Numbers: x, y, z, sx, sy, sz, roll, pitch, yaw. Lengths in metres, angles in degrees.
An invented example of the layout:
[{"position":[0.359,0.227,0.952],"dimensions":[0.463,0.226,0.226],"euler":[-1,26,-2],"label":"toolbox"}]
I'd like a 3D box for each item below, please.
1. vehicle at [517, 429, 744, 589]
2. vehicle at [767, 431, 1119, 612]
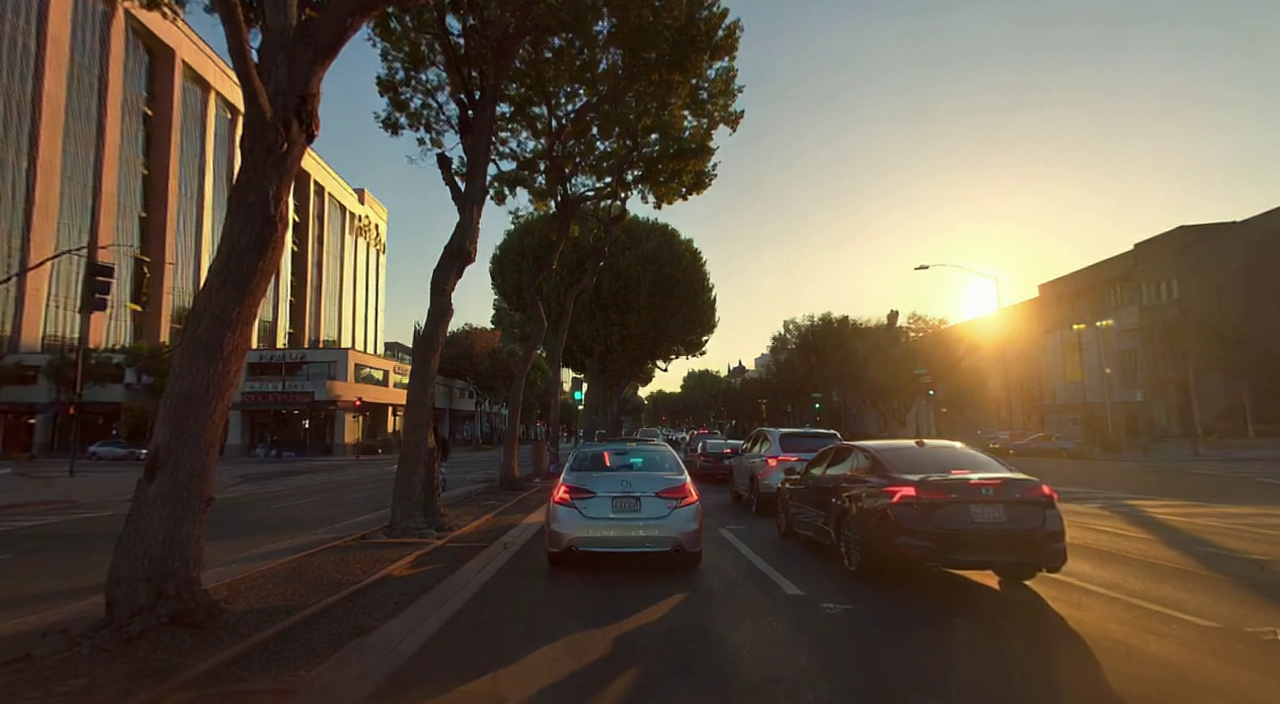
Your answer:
[{"position":[-0.101,1.756,7.940],"dimensions":[2.087,1.456,4.143],"euler":[0,-8,0],"label":"vehicle"},{"position":[2.914,1.699,7.326],"dimensions":[1.893,1.446,4.270],"euler":[0,-8,-1],"label":"vehicle"}]
